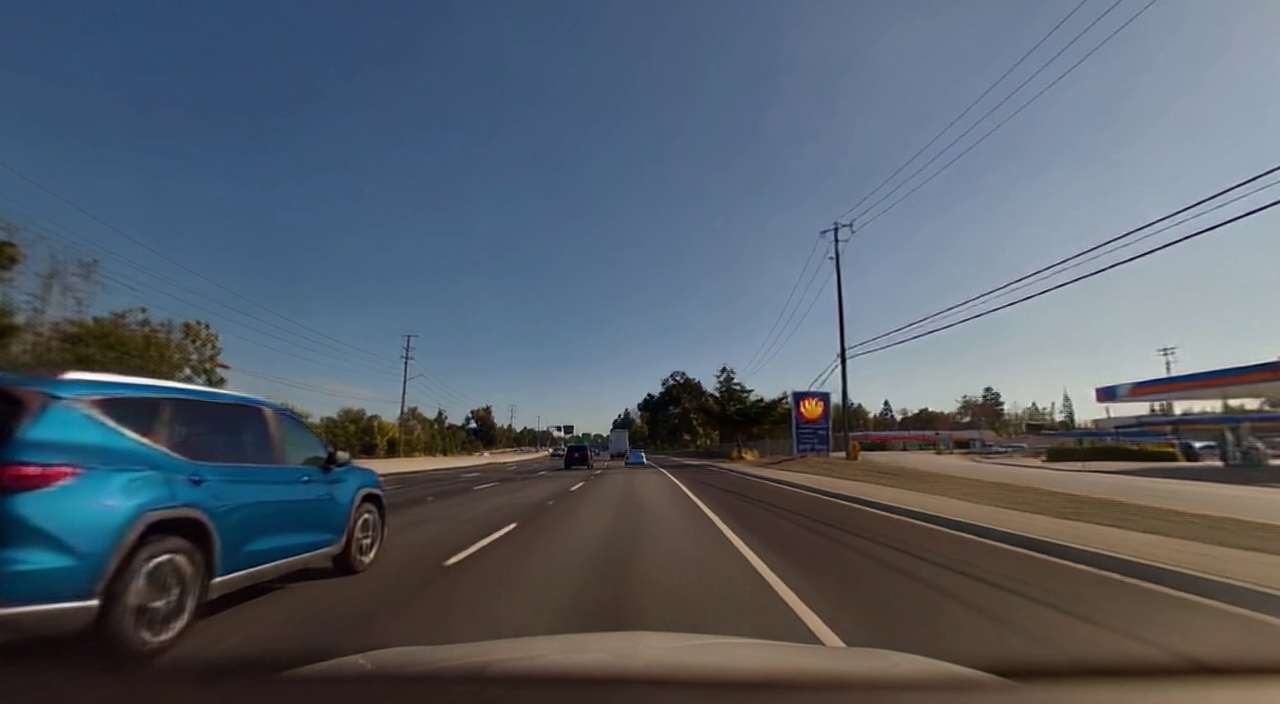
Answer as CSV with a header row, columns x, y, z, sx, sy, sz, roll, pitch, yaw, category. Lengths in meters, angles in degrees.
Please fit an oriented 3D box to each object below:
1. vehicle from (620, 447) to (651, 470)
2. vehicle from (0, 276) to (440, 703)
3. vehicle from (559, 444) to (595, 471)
x,y,z,sx,sy,sz,roll,pitch,yaw,category
-0.350,7.436,44.412,1.982,1.524,3.800,1,-8,-3,vehicle
-3.966,1.050,4.792,2.694,2.081,6.099,0,-8,2,vehicle
-4.666,7.864,47.167,2.273,1.884,4.515,0,-8,0,vehicle
